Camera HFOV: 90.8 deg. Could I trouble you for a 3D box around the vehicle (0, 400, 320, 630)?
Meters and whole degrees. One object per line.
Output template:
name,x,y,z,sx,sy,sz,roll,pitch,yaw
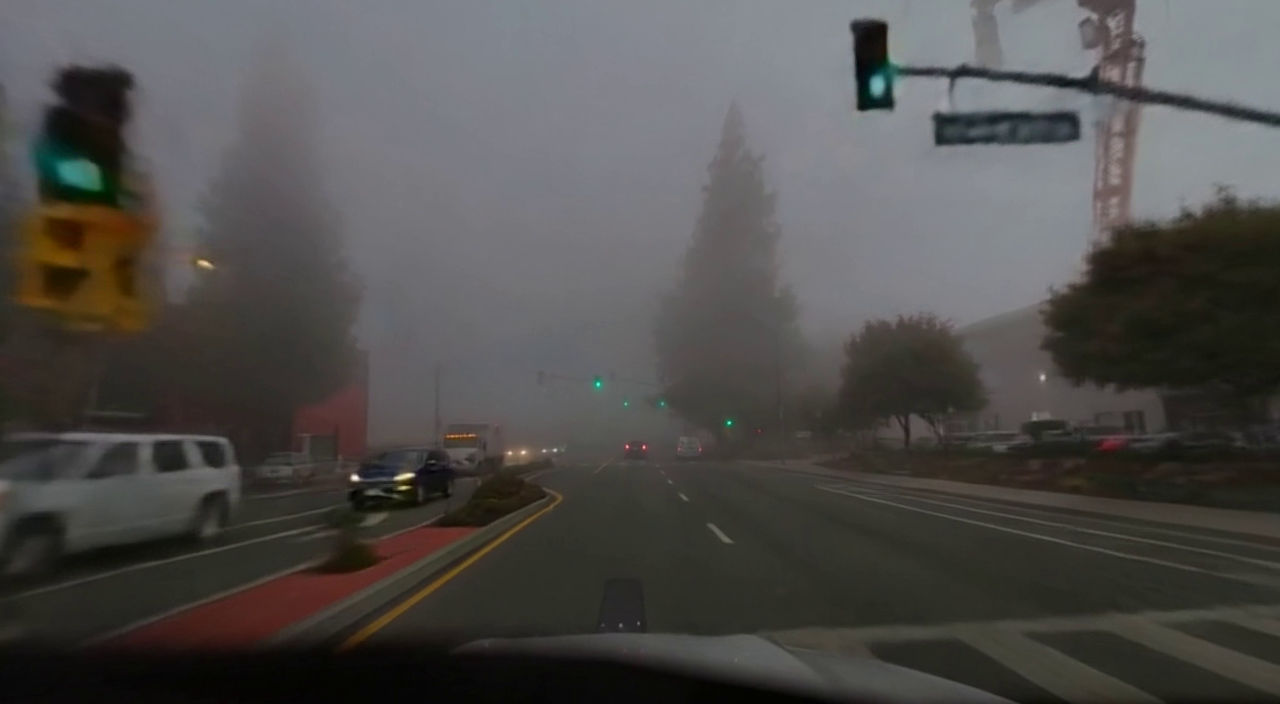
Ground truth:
vehicle,-5.709,1.578,7.057,1.983,1.715,4.466,-2,-8,0

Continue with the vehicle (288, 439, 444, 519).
vehicle,-5.894,2.742,14.243,1.901,1.498,4.359,1,-9,-5

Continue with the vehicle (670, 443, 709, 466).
vehicle,3.802,8.030,49.671,2.427,1.665,5.593,0,-9,-2

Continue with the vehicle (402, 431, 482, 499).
vehicle,-5.984,3.377,19.434,2.058,1.751,4.502,0,-8,-15
